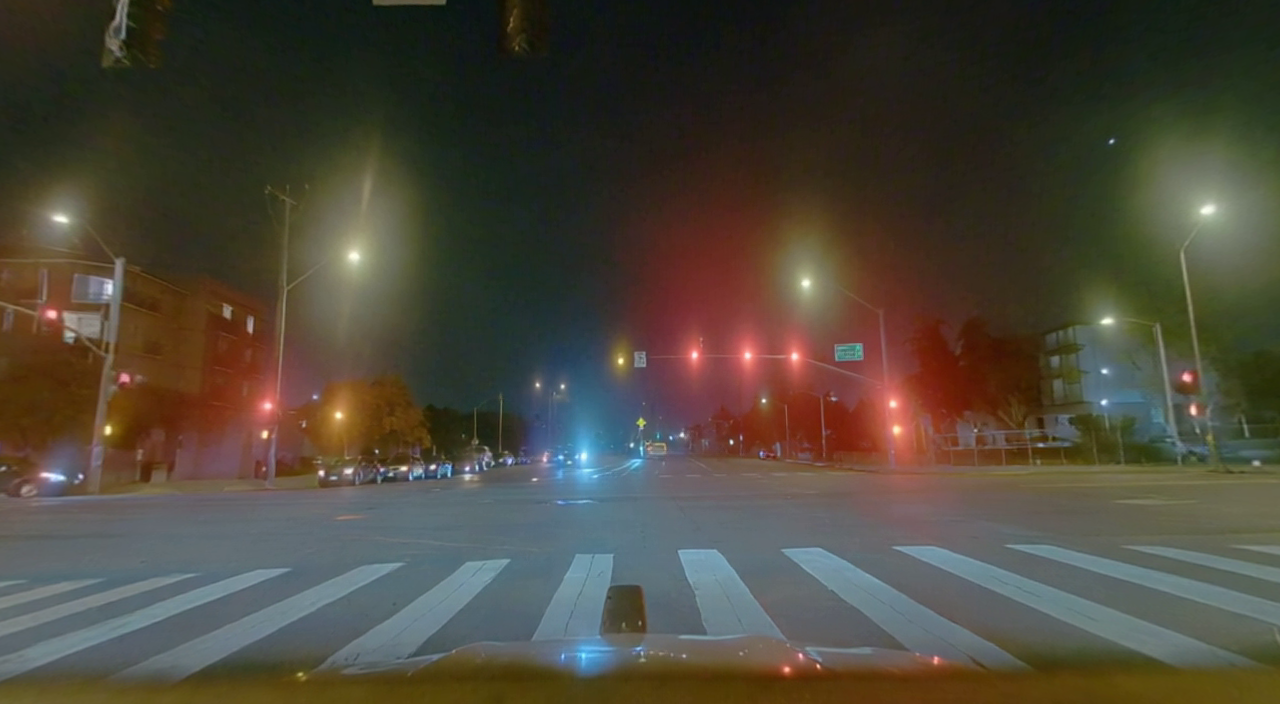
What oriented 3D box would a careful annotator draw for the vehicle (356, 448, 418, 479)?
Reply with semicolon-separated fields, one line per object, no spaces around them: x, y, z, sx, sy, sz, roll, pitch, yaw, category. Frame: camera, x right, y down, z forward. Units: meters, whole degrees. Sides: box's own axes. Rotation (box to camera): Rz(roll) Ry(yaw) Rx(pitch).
-16.178;7.103;40.451;1.960;1.819;5.018;0;-9;-1;vehicle

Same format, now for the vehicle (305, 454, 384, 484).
-16.092;6.377;34.496;2.055;1.506;4.663;0;-9;0;vehicle
